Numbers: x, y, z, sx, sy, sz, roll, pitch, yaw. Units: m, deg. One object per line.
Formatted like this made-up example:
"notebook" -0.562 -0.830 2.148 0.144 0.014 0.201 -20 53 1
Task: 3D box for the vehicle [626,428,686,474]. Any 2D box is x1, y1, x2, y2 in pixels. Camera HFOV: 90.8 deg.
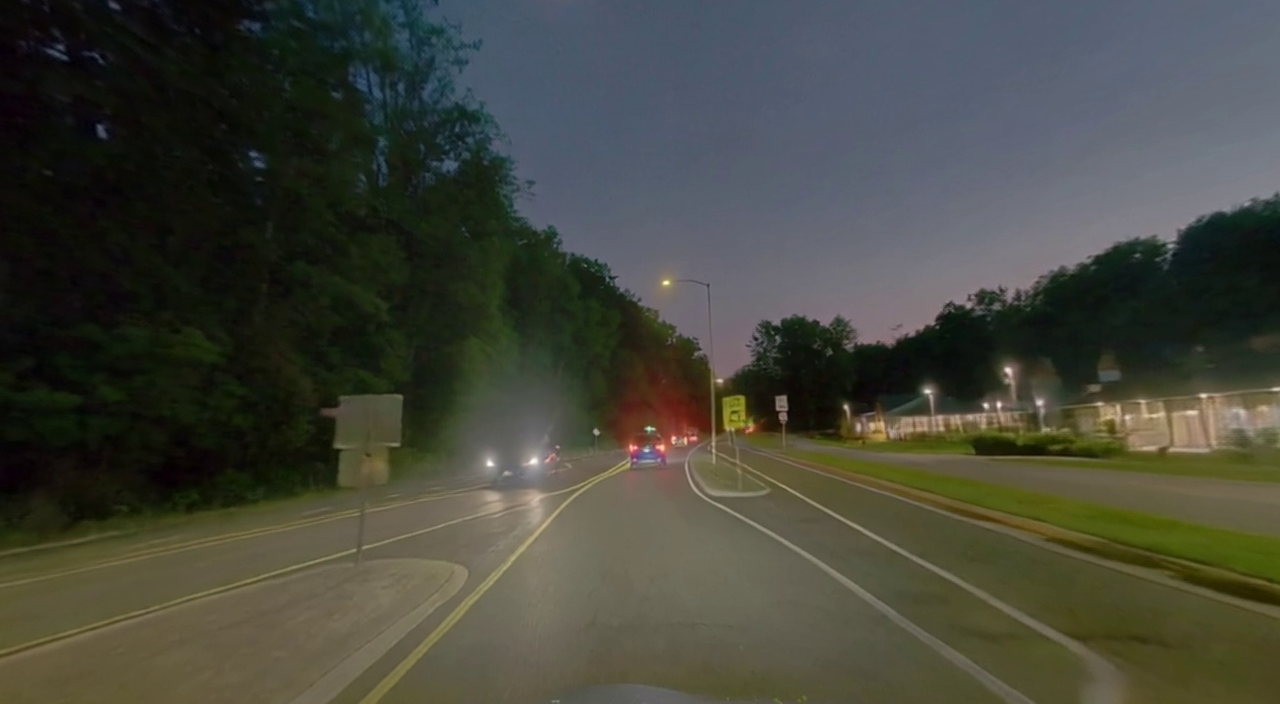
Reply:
"vehicle" 0.740 4.020 25.789 2.216 1.708 4.110 -1 -8 4

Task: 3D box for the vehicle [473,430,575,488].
"vehicle" -3.612 3.434 20.605 2.087 1.677 4.467 -1 -8 6
